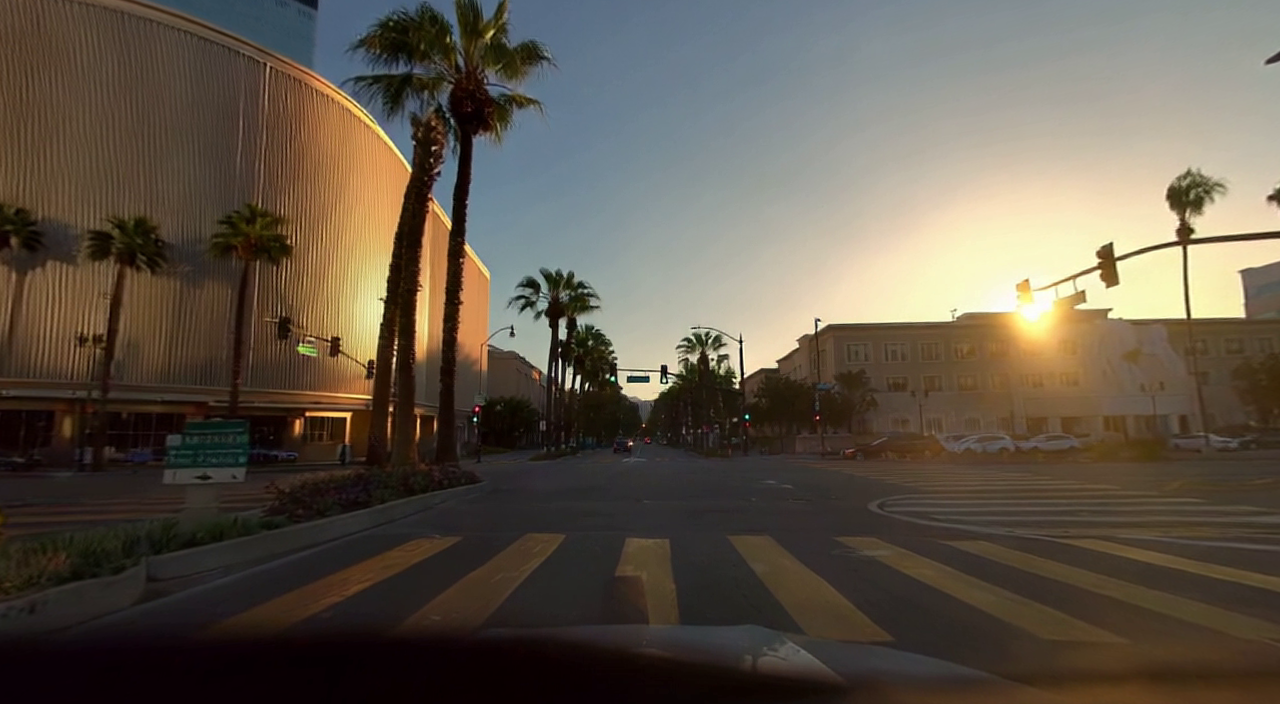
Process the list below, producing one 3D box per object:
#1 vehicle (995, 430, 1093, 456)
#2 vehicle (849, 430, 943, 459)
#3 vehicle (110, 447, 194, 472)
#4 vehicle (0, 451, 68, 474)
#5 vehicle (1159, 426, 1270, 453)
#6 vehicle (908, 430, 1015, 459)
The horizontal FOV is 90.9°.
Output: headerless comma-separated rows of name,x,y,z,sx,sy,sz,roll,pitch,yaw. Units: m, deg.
vehicle,23.502,5.338,36.777,4.423,1.465,1.798,0,-8,1
vehicle,14.974,5.428,37.030,4.648,1.665,1.910,0,-8,0
vehicle,-33.094,7.279,42.827,4.136,1.661,1.857,0,-8,1
vehicle,-41.661,7.497,42.844,3.698,1.467,1.779,0,-8,1
vehicle,33.139,5.062,36.440,4.567,1.458,1.791,0,-8,0
vehicle,16.912,4.868,33.305,4.684,1.461,1.777,0,-8,-1
